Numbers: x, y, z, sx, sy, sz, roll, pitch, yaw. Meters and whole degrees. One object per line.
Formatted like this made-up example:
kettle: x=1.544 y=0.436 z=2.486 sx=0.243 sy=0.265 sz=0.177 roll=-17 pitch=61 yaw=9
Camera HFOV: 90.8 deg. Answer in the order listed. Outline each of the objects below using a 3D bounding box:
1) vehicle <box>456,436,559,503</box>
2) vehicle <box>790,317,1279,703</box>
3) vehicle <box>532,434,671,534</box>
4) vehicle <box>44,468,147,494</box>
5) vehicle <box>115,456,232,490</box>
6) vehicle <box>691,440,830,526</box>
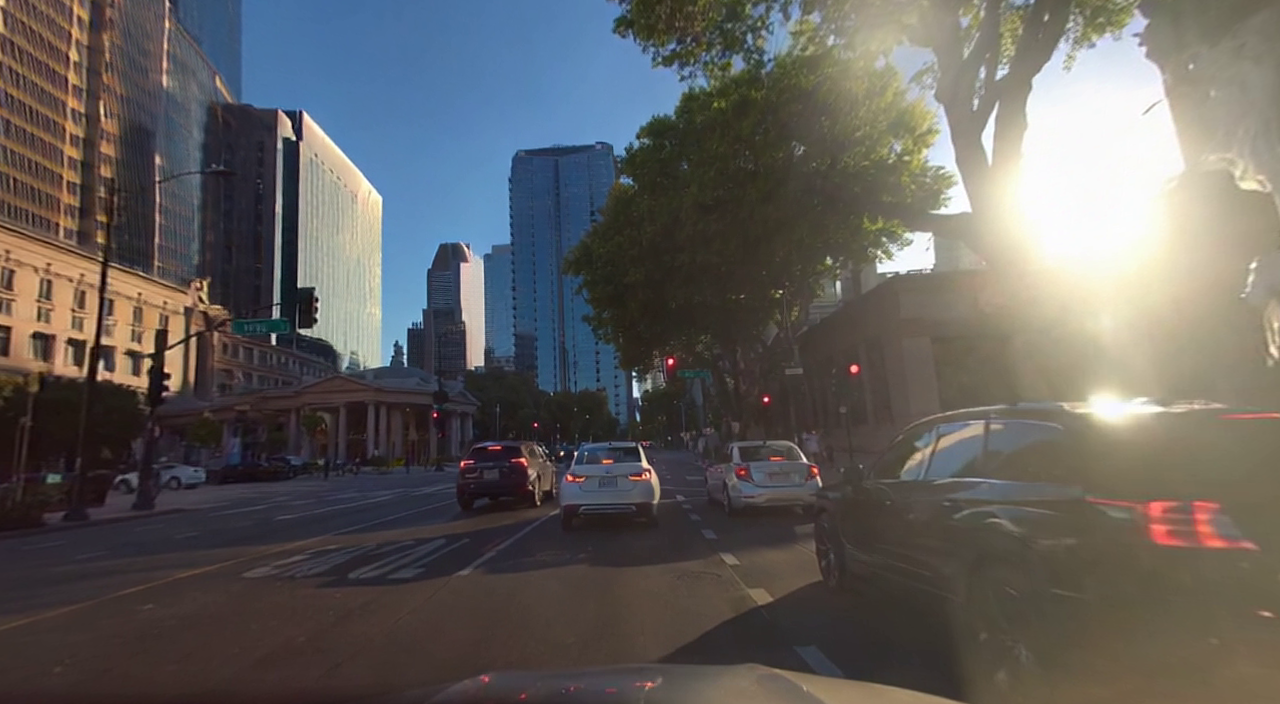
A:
vehicle: x=-3.578 y=3.262 z=18.096 sx=2.045 sy=1.633 sz=4.864 roll=0 pitch=-9 yaw=-2
vehicle: x=2.629 y=1.085 z=4.251 sx=2.096 sy=1.775 sz=4.440 roll=0 pitch=-9 yaw=-1
vehicle: x=-0.610 y=2.313 z=11.665 sx=2.096 sy=1.492 sz=4.071 roll=0 pitch=-9 yaw=-1
vehicle: x=-32.362 y=7.640 z=37.619 sx=4.392 sy=1.427 sz=1.764 roll=0 pitch=-9 yaw=-1
vehicle: x=-25.463 y=6.600 z=34.643 sx=4.612 sy=1.752 sz=1.953 roll=1 pitch=-9 yaw=-10
vehicle: x=2.244 y=2.562 z=12.989 sx=1.943 sy=1.449 sz=4.202 roll=0 pitch=-9 yaw=-1
